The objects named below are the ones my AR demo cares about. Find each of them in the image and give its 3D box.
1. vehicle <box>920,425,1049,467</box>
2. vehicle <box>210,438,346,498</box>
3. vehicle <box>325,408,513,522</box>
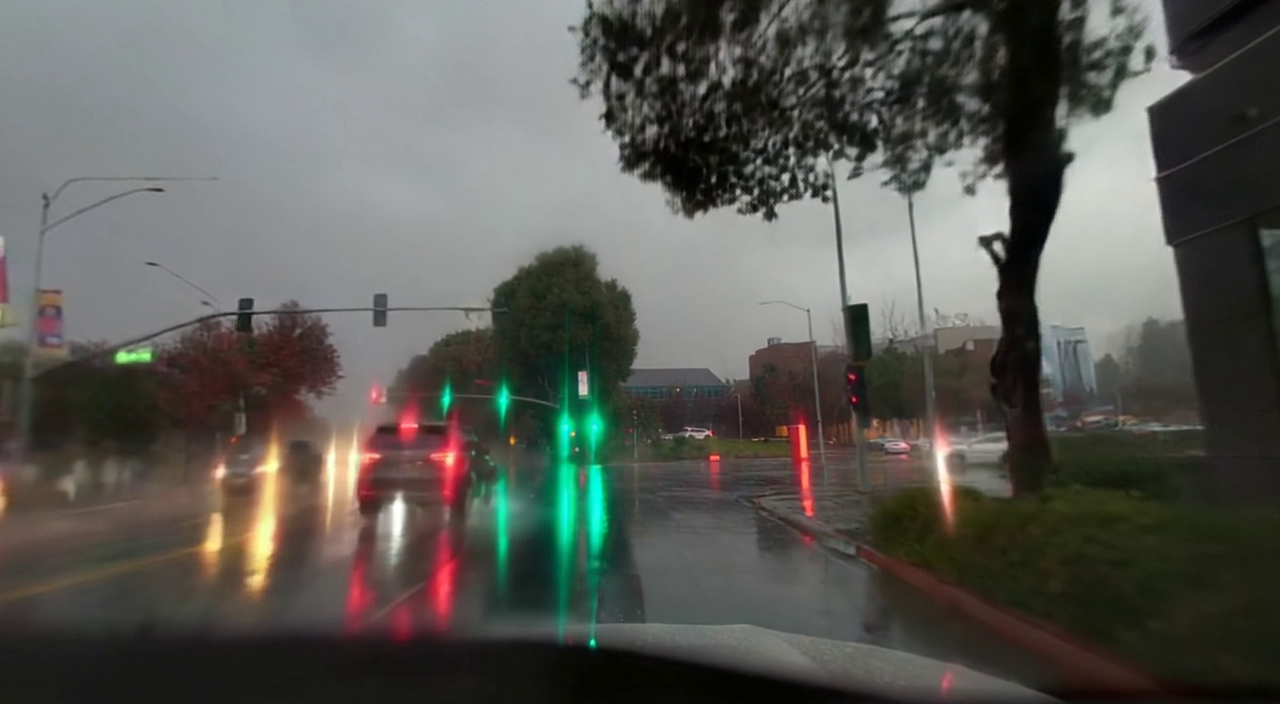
[{"bbox_3d":[15.569,4.304,28.906,4.857,1.803,2.147,-4,-9,21],"label":"vehicle"},{"bbox_3d":[-12.079,3.859,21.550,2.433,1.784,4.681,1,-9,-9],"label":"vehicle"},{"bbox_3d":[-4.046,2.188,12.709,2.134,1.799,5.082,0,-9,-3],"label":"vehicle"}]
